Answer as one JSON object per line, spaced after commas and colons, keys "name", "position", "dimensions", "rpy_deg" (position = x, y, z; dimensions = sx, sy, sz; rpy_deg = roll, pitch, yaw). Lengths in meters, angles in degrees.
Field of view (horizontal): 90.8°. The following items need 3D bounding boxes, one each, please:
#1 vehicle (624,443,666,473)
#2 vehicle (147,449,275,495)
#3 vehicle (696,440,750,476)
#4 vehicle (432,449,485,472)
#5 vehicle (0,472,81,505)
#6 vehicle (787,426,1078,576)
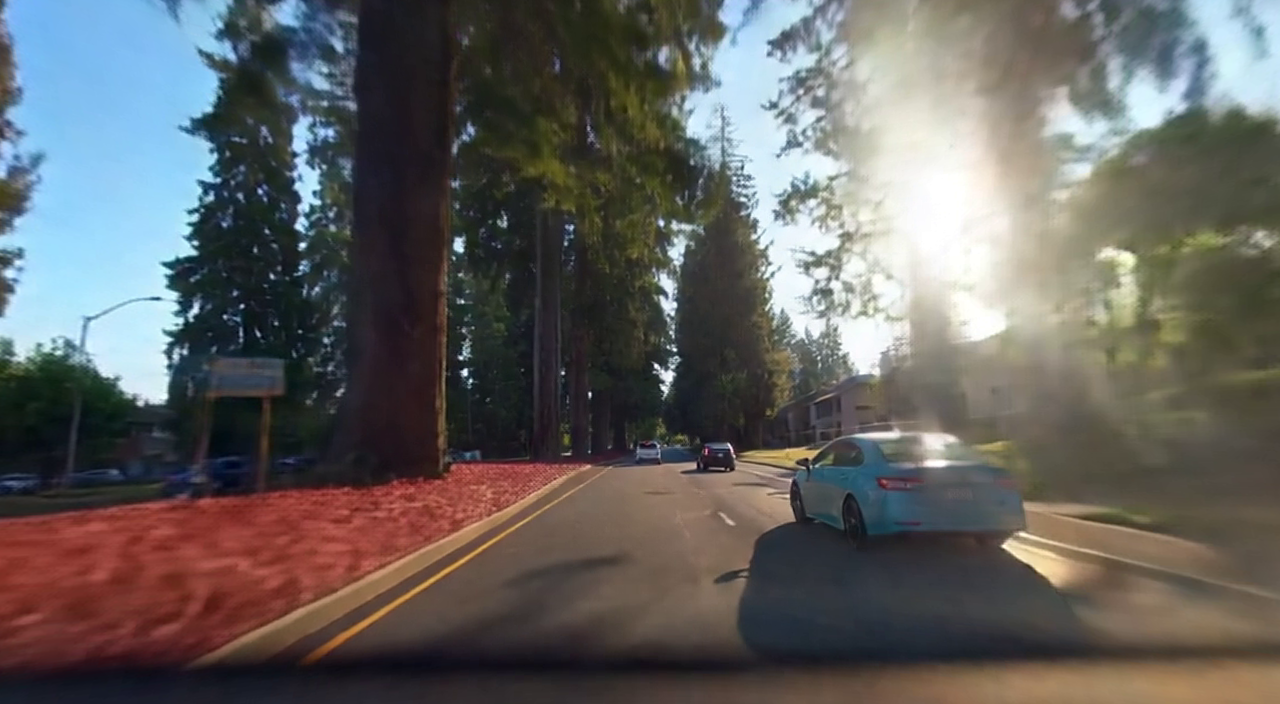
{"name": "vehicle", "position": [0.252, 5.610, 33.535], "dimensions": [2.082, 1.473, 4.028], "rpy_deg": [0, -9, 1]}
{"name": "vehicle", "position": [-18.681, 5.208, 27.860], "dimensions": [2.085, 1.794, 4.776], "rpy_deg": [0, -9, 3]}
{"name": "vehicle", "position": [4.033, 5.206, 31.309], "dimensions": [2.074, 1.652, 4.340], "rpy_deg": [0, -9, 0]}
{"name": "vehicle", "position": [-12.122, 7.250, 42.502], "dimensions": [2.063, 1.485, 4.756], "rpy_deg": [0, -9, 1]}
{"name": "vehicle", "position": [-31.133, 6.878, 31.687], "dimensions": [4.279, 1.438, 2.037], "rpy_deg": [-3, -9, 2]}
{"name": "vehicle", "position": [3.495, 1.850, 8.637], "dimensions": [1.985, 1.529, 4.147], "rpy_deg": [0, -9, 0]}
